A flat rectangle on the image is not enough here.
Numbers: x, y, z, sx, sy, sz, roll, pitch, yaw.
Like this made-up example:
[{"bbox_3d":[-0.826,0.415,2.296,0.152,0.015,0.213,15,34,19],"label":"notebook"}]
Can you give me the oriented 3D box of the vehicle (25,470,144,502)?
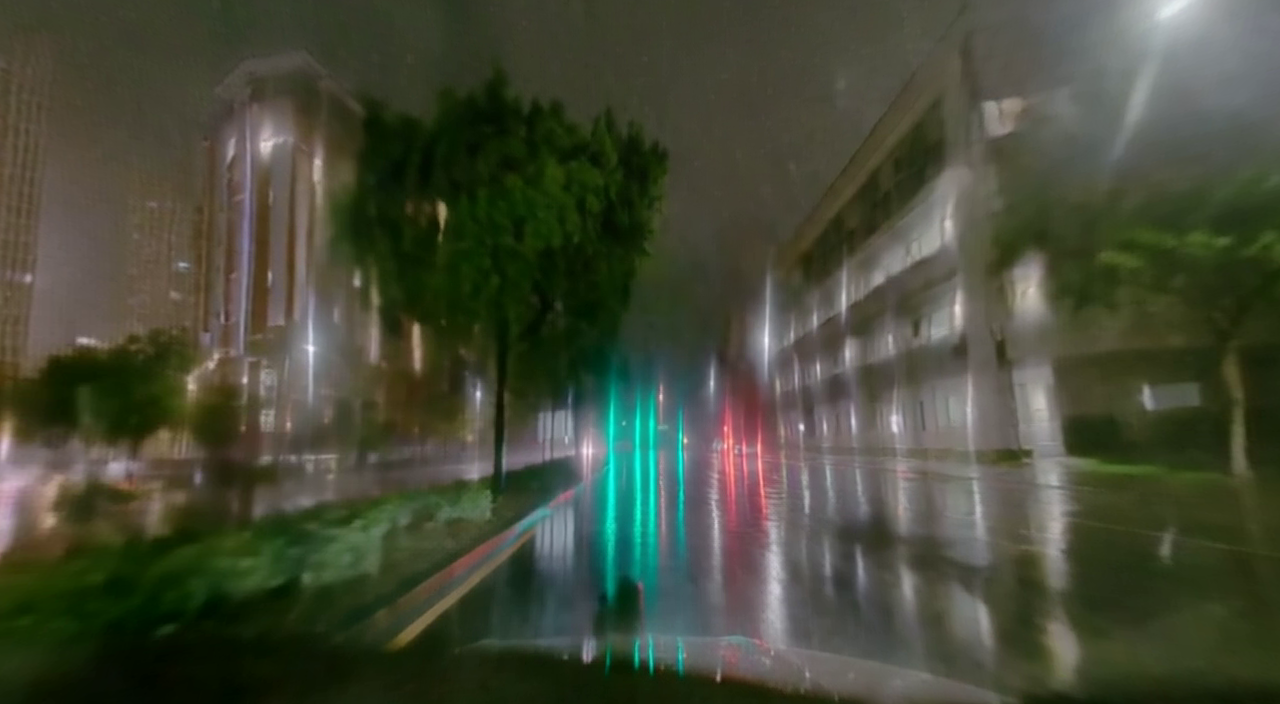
[{"bbox_3d":[-32.359,7.802,37.046,1.807,1.568,4.997,-3,-9,12],"label":"vehicle"}]
